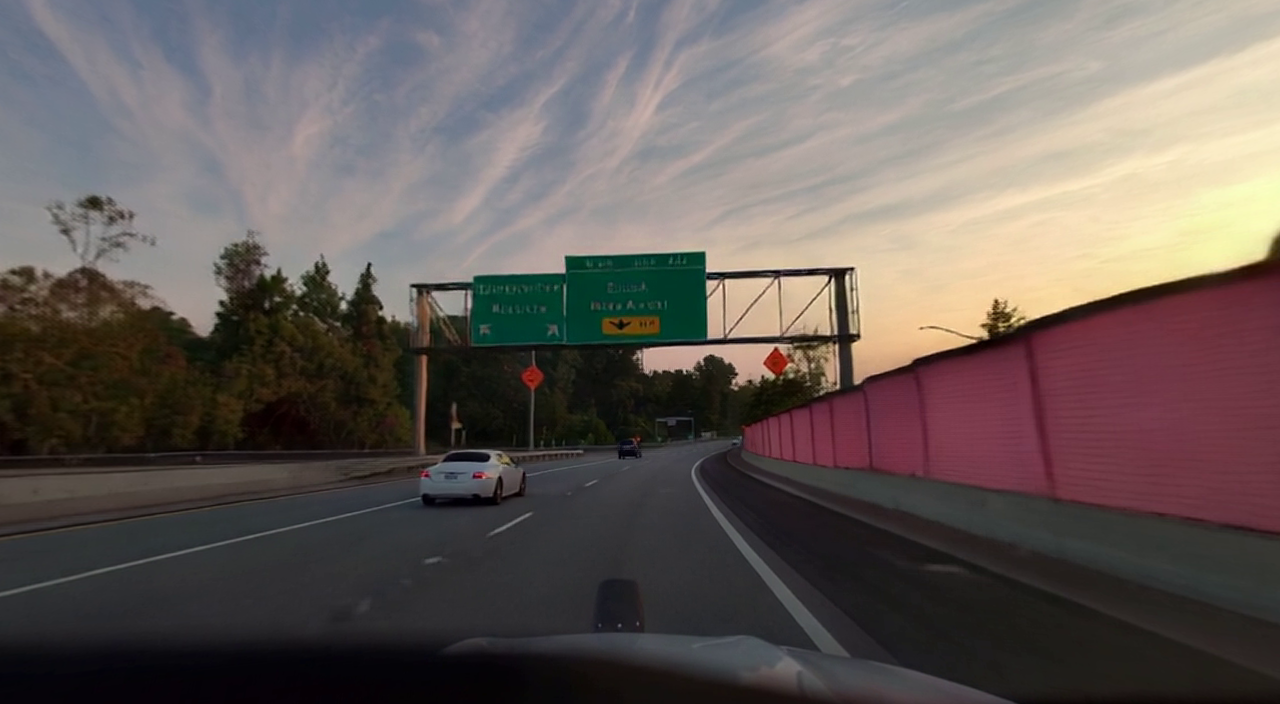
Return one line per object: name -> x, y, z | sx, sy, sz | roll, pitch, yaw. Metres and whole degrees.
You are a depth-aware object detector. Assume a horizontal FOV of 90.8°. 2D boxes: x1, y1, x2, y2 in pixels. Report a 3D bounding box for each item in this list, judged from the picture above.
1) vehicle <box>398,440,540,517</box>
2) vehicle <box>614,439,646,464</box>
vehicle -> -3.536, 2.702, 13.984 | 1.746, 1.405, 4.339 | -1, -9, 3
vehicle -> -0.681, 7.176, 45.462 | 1.833, 1.697, 3.984 | -1, -9, 7
